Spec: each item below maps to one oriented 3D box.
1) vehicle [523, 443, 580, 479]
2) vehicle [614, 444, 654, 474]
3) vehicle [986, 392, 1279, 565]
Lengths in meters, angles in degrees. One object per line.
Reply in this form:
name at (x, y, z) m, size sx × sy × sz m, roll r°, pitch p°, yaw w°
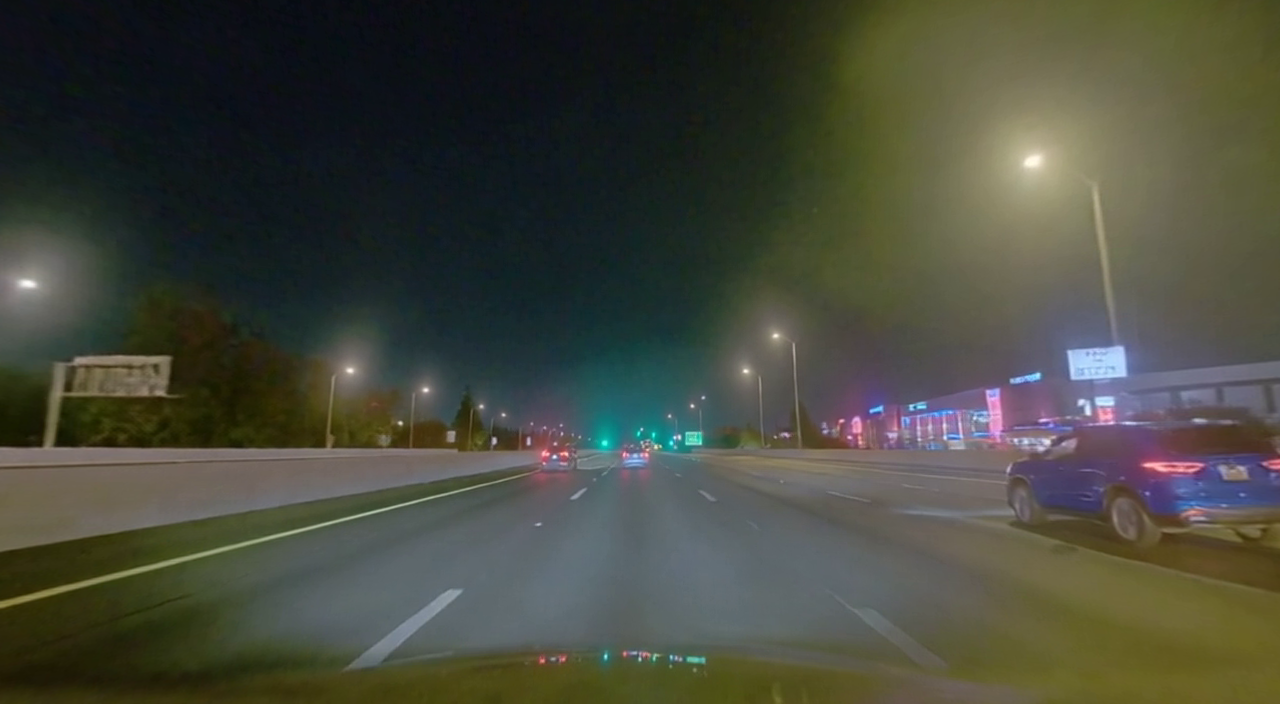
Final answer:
vehicle at (-3.908, 4.904, 28.712) m, size 1.886 × 1.465 × 4.625 m, roll 0°, pitch -9°, yaw 0°
vehicle at (-0.341, 5.704, 34.044) m, size 1.997 × 1.485 × 4.094 m, roll 0°, pitch -9°, yaw -1°
vehicle at (7.379, 1.673, 9.066) m, size 2.028 × 1.801 × 4.741 m, roll 0°, pitch -9°, yaw -1°
